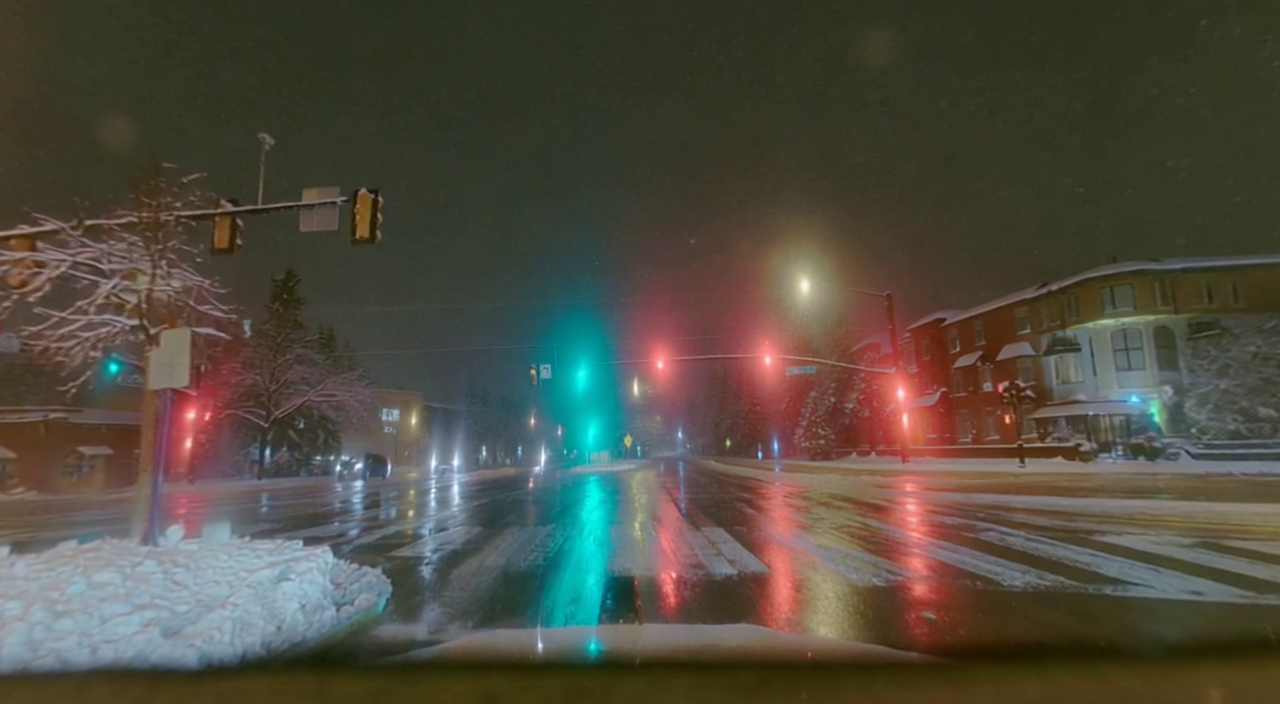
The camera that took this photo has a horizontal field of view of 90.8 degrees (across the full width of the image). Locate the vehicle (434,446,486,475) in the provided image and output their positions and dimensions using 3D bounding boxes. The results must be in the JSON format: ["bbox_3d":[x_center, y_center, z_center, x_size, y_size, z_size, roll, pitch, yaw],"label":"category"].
[{"bbox_3d":[-12.204,7.392,43.235,2.151,1.847,4.634,0,-9,1],"label":"vehicle"}]

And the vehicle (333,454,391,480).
[{"bbox_3d":[-18.846,7.787,43.058,1.933,1.664,4.255,0,-9,1],"label":"vehicle"}]
